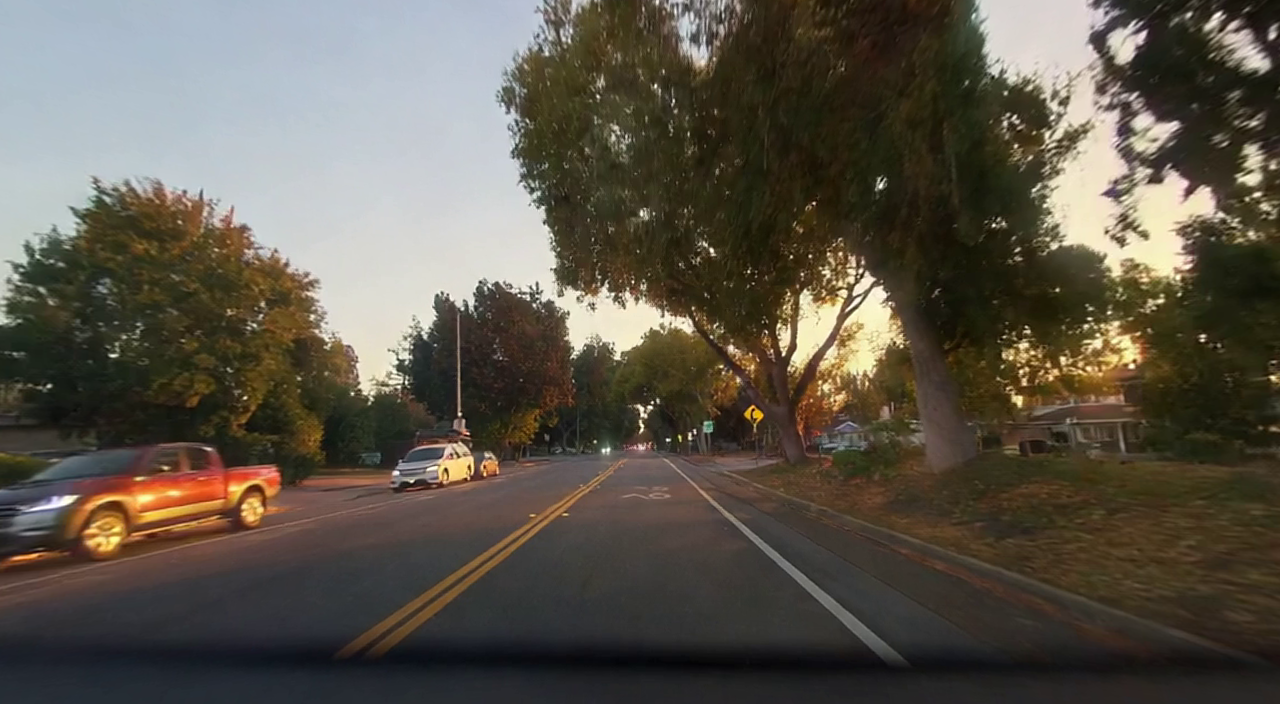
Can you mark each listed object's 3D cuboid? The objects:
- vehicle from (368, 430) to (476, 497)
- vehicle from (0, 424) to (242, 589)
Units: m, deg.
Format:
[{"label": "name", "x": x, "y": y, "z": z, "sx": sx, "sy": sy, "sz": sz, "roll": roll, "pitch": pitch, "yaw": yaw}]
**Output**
[{"label": "vehicle", "x": -7.843, "y": 3.967, "z": 23.187, "sx": 2.138, "sy": 2.038, "sz": 4.717, "roll": -3, "pitch": -7, "yaw": 2}, {"label": "vehicle", "x": -7.991, "y": 1.958, "z": 8.761, "sx": 1.960, "sy": 1.786, "sz": 4.595, "roll": -3, "pitch": -6, "yaw": 0}]
